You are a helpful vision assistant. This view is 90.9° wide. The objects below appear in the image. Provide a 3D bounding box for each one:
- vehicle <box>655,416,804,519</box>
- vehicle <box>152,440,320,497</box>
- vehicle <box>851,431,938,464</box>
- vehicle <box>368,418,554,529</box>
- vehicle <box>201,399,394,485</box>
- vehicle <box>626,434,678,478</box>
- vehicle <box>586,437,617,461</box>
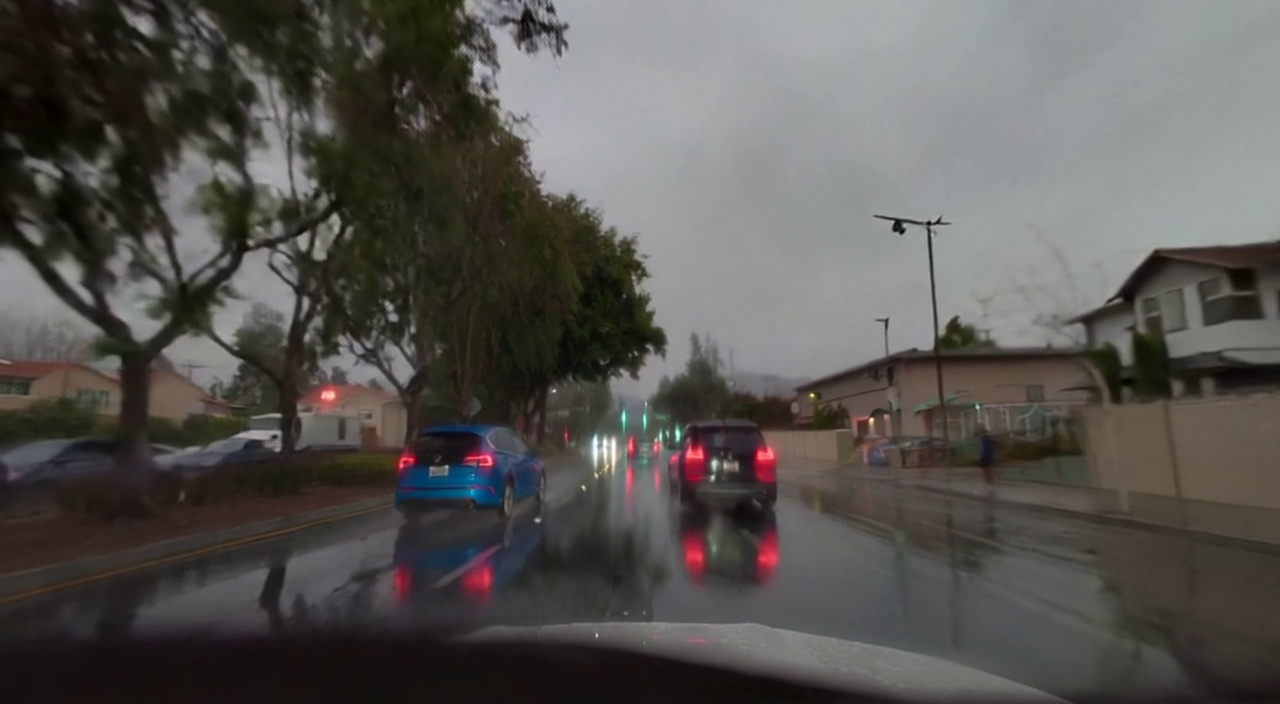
[{"bbox_3d":[1.600,2.323,13.095,2.280,1.747,4.361,0,-9,-2],"label":"vehicle"},{"bbox_3d":[-11.913,3.437,19.045,1.923,1.490,4.501,0,-9,2],"label":"vehicle"},{"bbox_3d":[15.941,5.967,39.756,2.032,1.877,4.876,2,-7,-25],"label":"vehicle"},{"bbox_3d":[-3.083,2.228,12.104,2.043,1.687,4.676,0,-9,2],"label":"vehicle"},{"bbox_3d":[-15.058,4.162,29.074,2.901,3.276,9.720,-1,-9,4],"label":"vehicle"},{"bbox_3d":[0.432,4.117,25.100,1.922,1.579,3.642,0,-9,0],"label":"vehicle"},{"bbox_3d":[-2.911,7.474,48.616,2.014,1.755,4.360,0,-9,1],"label":"vehicle"}]
